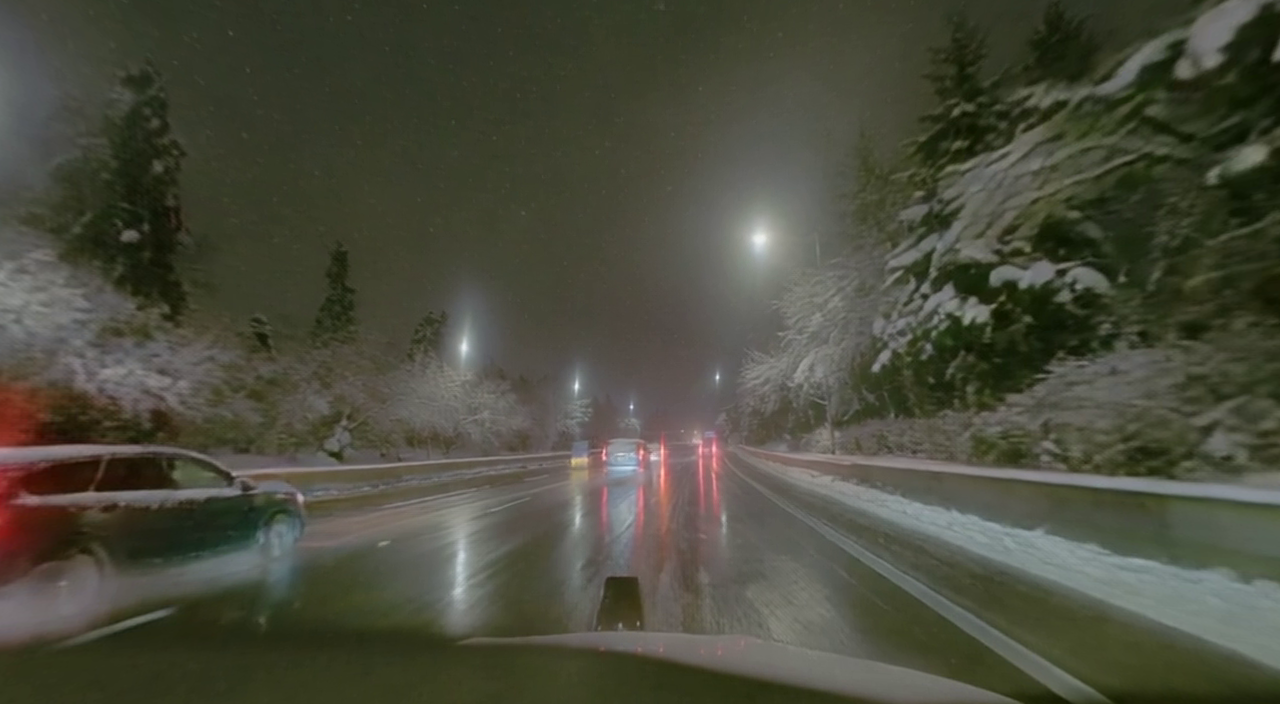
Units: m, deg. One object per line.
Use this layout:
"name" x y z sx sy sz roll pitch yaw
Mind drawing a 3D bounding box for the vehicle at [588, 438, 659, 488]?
"vehicle" -0.475 4.011 23.202 2.082 1.638 4.644 -1 -8 5

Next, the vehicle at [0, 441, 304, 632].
"vehicle" -5.841 1.650 6.423 1.981 1.460 4.792 0 -8 4
